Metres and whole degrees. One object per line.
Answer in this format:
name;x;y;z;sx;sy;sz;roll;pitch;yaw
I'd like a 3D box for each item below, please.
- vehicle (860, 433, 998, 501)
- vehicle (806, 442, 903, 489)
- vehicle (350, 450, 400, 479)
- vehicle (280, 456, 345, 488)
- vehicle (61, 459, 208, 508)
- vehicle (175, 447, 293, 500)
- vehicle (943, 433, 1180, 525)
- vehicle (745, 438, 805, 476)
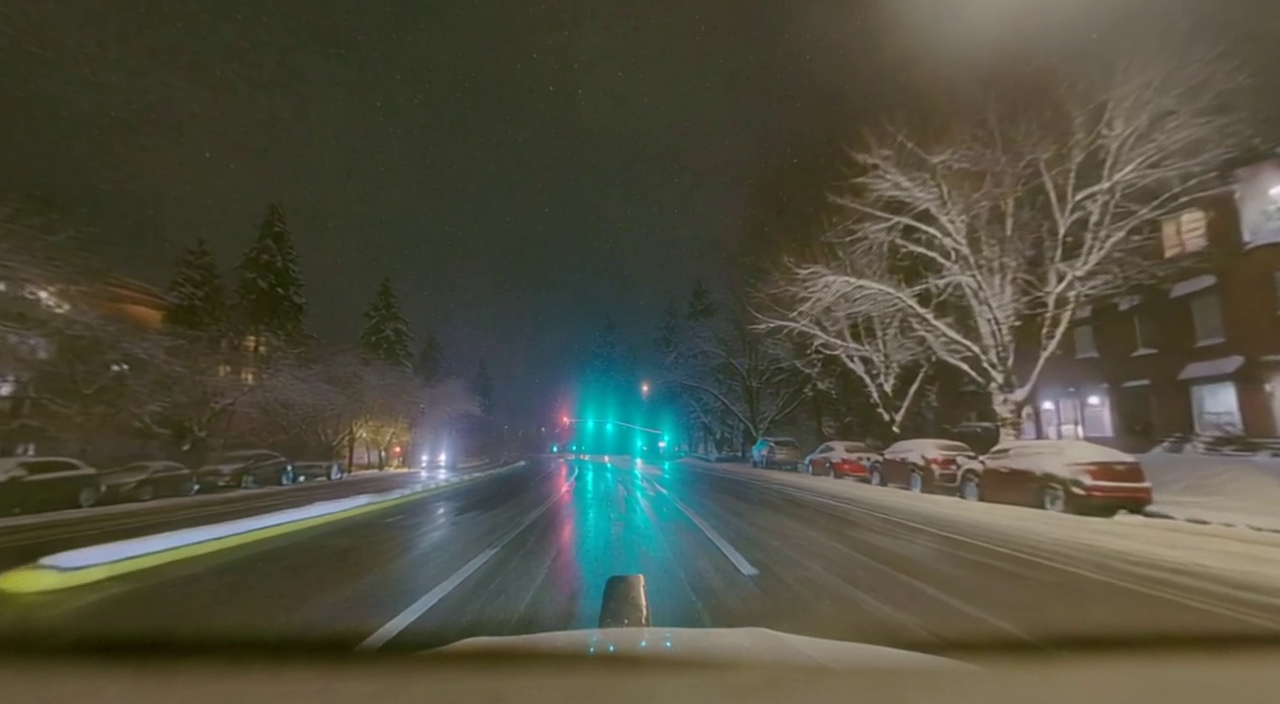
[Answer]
vehicle;9.203;3.707;20.638;1.991;1.905;4.733;1;-9;-4
vehicle;8.782;4.718;26.390;1.904;1.741;5.106;1;-9;-5
vehicle;-19.793;8.392;47.334;2.000;1.751;5.001;-1;-6;-5
vehicle;-19.026;6.940;36.827;1.778;1.433;4.305;-1;-6;-4
vehicle;-18.106;4.693;22.896;1.782;1.462;4.438;-1;-8;-2
vehicle;-18.496;5.488;29.156;2.111;1.908;5.586;-1;-6;-4
vehicle;9.384;2.856;14.735;2.039;1.752;4.876;1;-9;-2
vehicle;8.042;6.323;38.060;1.970;2.104;5.290;1;-9;-6
